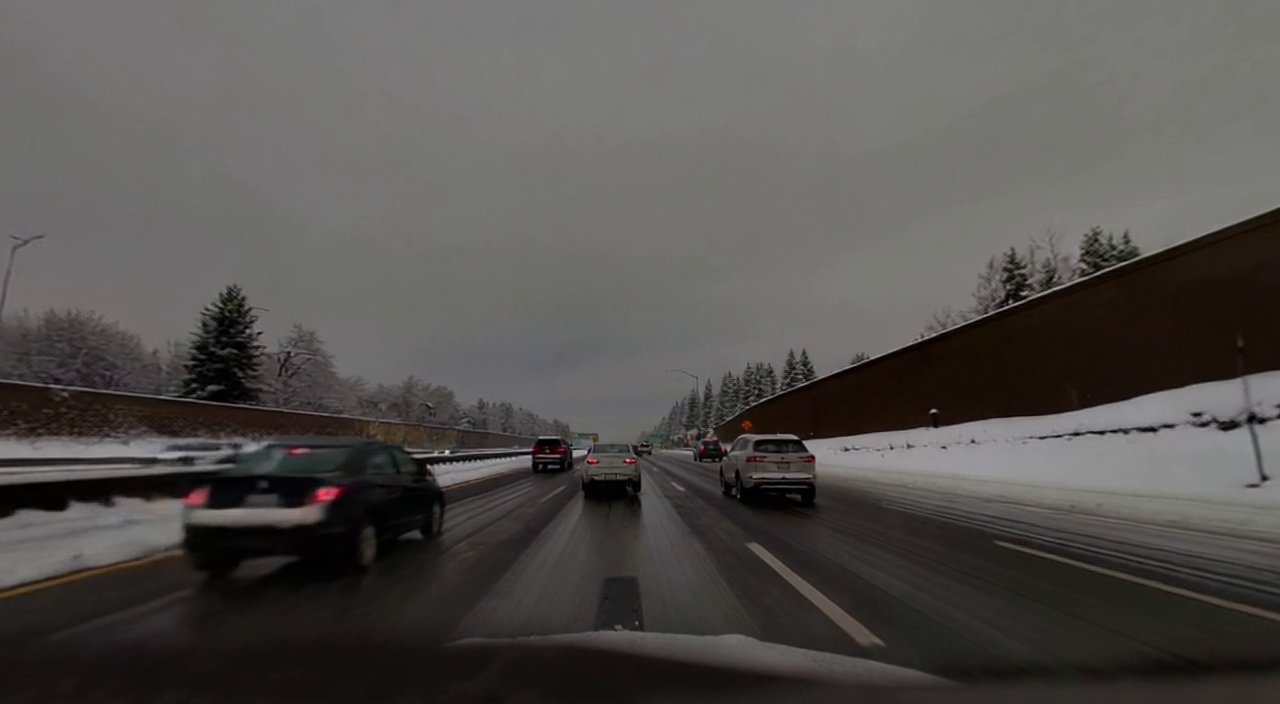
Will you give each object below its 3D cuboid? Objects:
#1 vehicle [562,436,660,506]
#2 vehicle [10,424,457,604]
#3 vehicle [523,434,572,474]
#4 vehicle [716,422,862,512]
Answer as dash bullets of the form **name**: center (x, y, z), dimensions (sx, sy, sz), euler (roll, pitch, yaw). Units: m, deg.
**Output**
- **vehicle**: center (-0.680, 2.864, 15.647), dimensions (2.098, 1.475, 3.997), euler (0, -8, -2)
- **vehicle**: center (-4.242, 1.776, 8.119), dimensions (2.214, 1.512, 5.389), euler (0, -8, -1)
- **vehicle**: center (-4.862, 5.444, 33.869), dimensions (1.983, 1.948, 4.822), euler (0, -8, -1)
- **vehicle**: center (3.282, 2.658, 15.080), dimensions (2.162, 1.800, 4.693), euler (0, -8, -2)
